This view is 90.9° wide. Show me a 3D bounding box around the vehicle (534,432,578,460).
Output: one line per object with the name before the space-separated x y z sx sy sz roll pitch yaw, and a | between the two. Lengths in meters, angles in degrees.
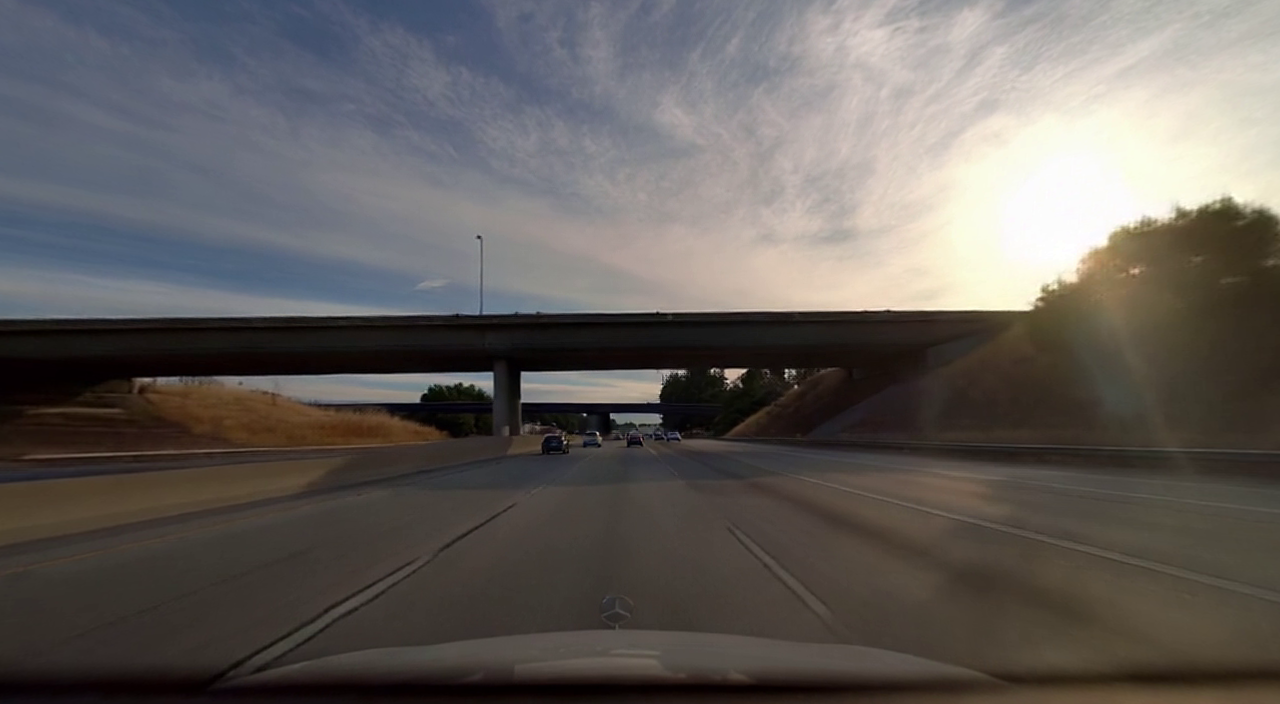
vehicle | -4.733 5.340 35.951 1.933 1.473 4.023 0 -8 0
